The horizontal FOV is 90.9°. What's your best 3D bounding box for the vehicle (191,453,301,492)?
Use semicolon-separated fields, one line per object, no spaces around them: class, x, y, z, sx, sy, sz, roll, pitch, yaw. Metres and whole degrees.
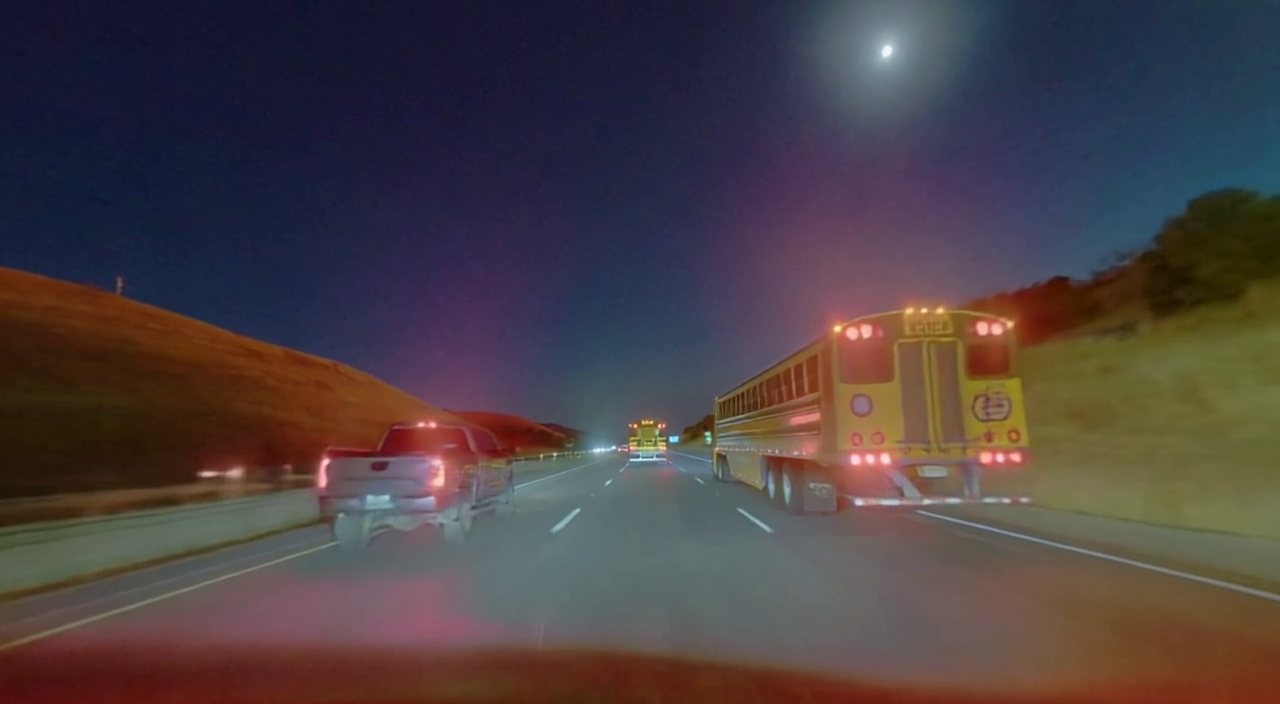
vehicle;-17.161;5.228;27.782;1.887;1.475;4.533;0;-8;1

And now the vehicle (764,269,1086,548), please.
vehicle;4.404;1.203;11.863;2.716;3.705;7.018;0;-8;0

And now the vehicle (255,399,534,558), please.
vehicle;-3.510;1.977;10.721;2.241;1.927;5.833;0;-8;2

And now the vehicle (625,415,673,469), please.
vehicle;0.572;6.302;43.971;2.948;3.265;10.569;0;-8;0
